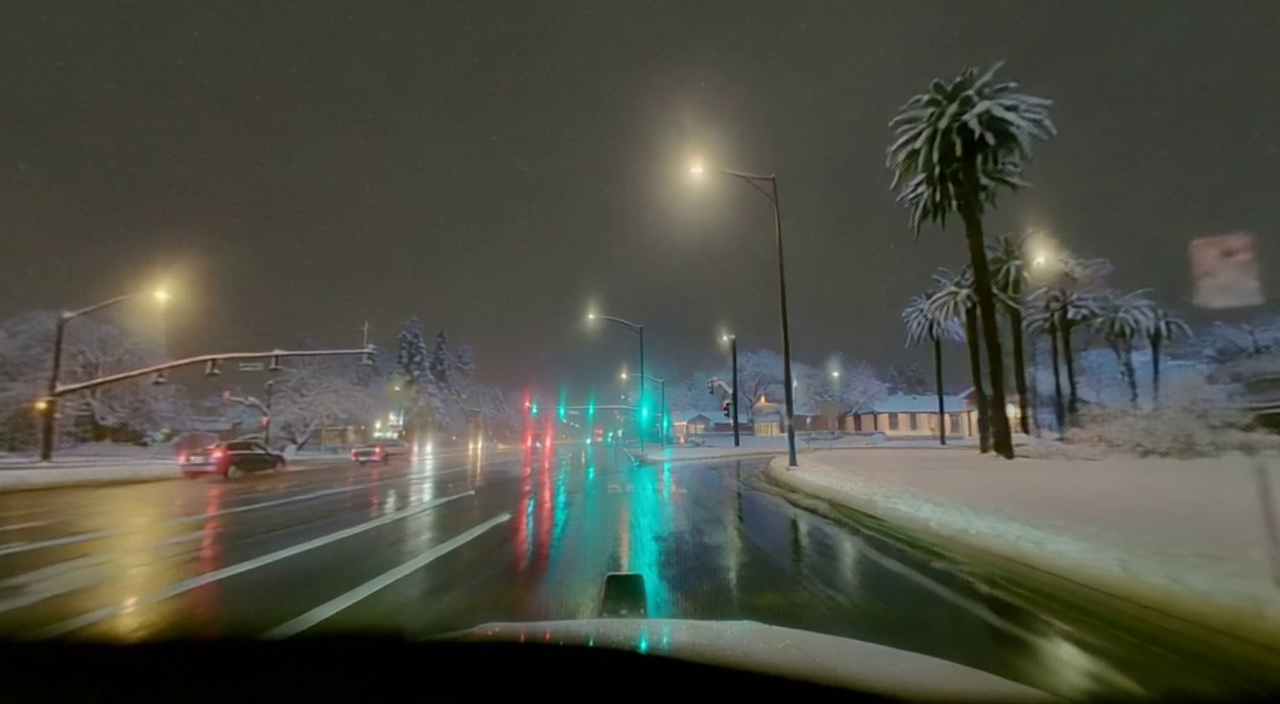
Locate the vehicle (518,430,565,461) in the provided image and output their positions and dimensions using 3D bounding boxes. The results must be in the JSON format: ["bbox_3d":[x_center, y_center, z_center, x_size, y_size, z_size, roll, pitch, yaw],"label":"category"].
[{"bbox_3d":[-5.931,5.717,38.387,2.114,1.784,4.450,0,-9,0],"label":"vehicle"}]

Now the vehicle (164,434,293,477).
[{"bbox_3d":[-15.611,3.944,24.167,1.916,1.481,4.430,0,-9,0],"label":"vehicle"}]

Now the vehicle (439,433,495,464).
[{"bbox_3d":[-9.484,5.345,34.743,1.977,1.584,3.983,0,-9,0],"label":"vehicle"}]

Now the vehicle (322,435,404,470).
[{"bbox_3d":[-12.753,4.650,29.183,1.900,1.462,4.225,0,-8,-1],"label":"vehicle"}]
